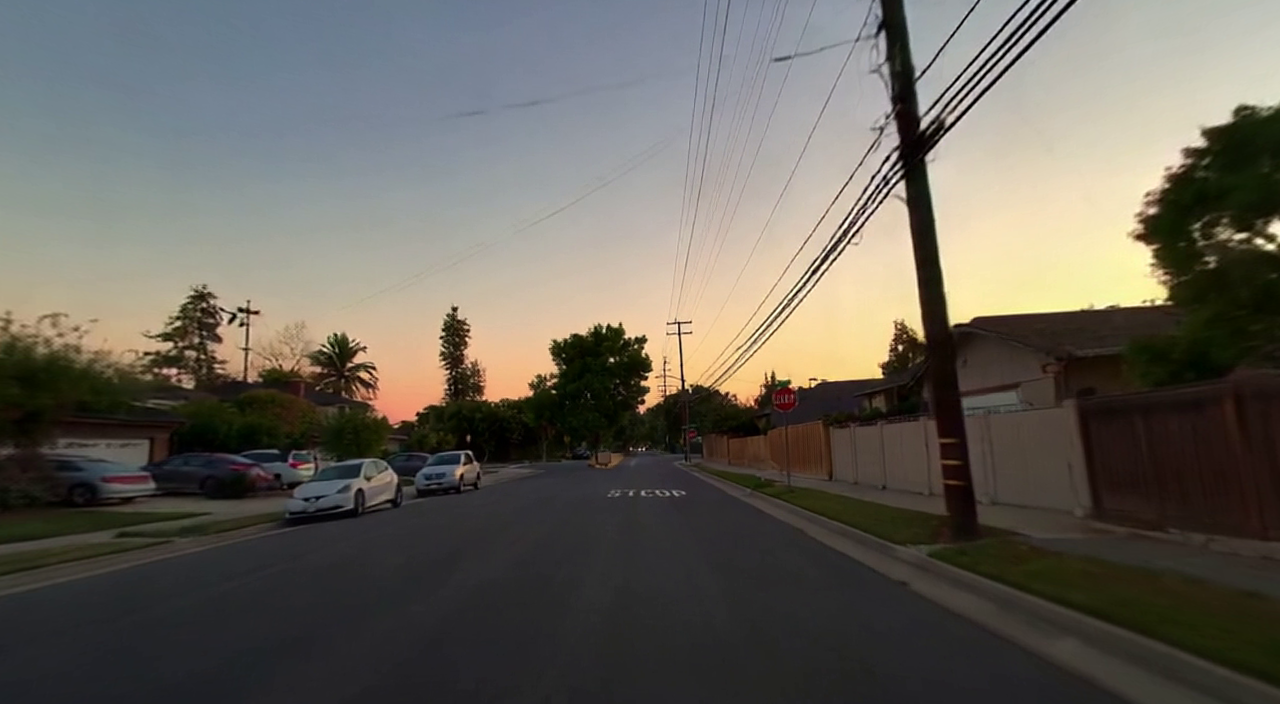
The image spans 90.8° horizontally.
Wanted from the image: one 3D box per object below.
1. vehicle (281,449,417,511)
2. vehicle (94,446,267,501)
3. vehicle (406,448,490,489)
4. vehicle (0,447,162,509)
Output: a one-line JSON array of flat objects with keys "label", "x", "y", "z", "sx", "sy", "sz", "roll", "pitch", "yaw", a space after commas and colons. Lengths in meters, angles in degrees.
[{"label": "vehicle", "x": -8.541, "y": 3.749, "z": 19.010, "sx": 1.950, "sy": 1.627, "sz": 4.027, "roll": -1, "pitch": -8, "yaw": 4}, {"label": "vehicle", "x": -16.232, "y": 4.281, "z": 22.575, "sx": 4.364, "sy": 1.802, "sz": 2.122, "roll": 1, "pitch": -8, "yaw": -8}, {"label": "vehicle", "x": -8.494, "y": 5.160, "z": 28.338, "sx": 2.047, "sy": 1.679, "sz": 3.948, "roll": -1, "pitch": -9, "yaw": 8}, {"label": "vehicle", "x": -17.983, "y": 3.837, "z": 19.509, "sx": 4.539, "sy": 1.737, "sz": 2.098, "roll": 2, "pitch": -9, "yaw": -14}]
